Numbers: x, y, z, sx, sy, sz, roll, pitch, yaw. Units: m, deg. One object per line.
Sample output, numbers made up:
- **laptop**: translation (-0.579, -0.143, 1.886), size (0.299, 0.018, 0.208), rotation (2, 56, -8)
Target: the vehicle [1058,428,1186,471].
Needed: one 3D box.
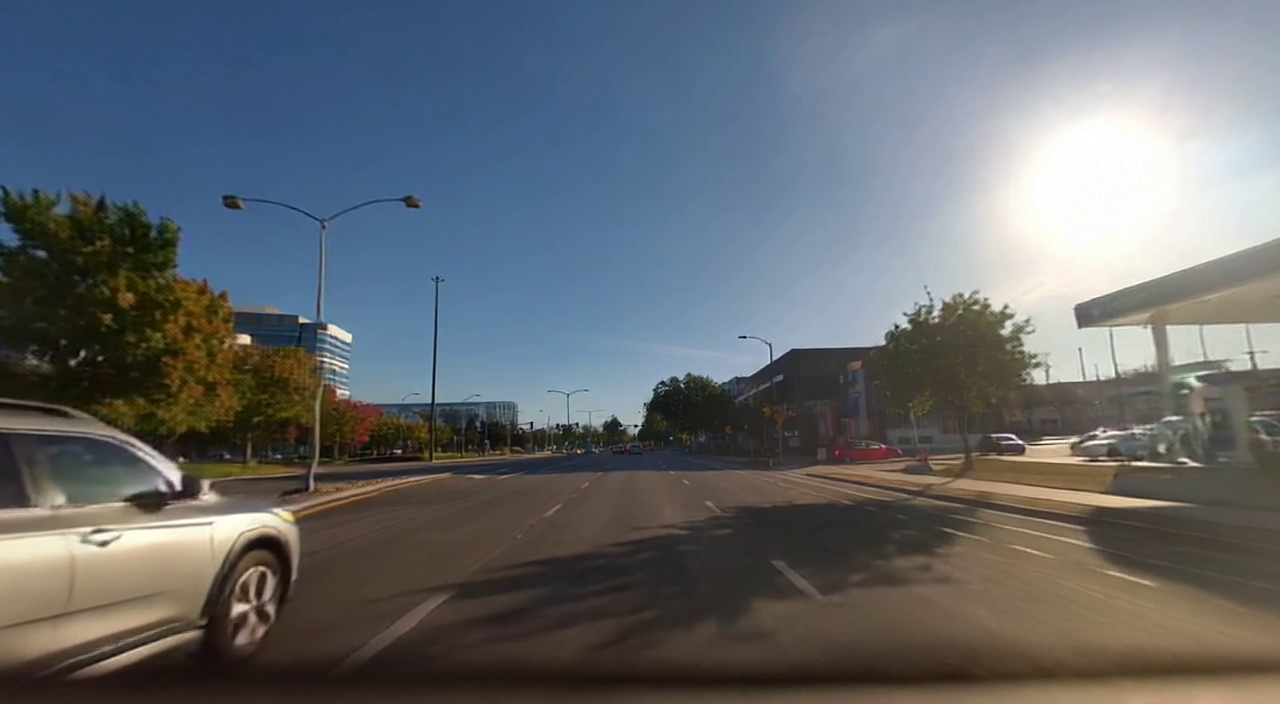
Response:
- **vehicle**: translation (23.237, 4.700, 30.667), size (2.302, 1.795, 4.724), rotation (-2, -8, -3)

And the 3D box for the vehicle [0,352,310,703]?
- **vehicle**: translation (-3.391, 0.801, 2.090), size (2.039, 1.656, 4.710), rotation (0, -9, 0)

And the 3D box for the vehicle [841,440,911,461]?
- **vehicle**: translation (17.983, 7.553, 48.129), size (4.671, 1.466, 1.937), rotation (0, -10, 5)
